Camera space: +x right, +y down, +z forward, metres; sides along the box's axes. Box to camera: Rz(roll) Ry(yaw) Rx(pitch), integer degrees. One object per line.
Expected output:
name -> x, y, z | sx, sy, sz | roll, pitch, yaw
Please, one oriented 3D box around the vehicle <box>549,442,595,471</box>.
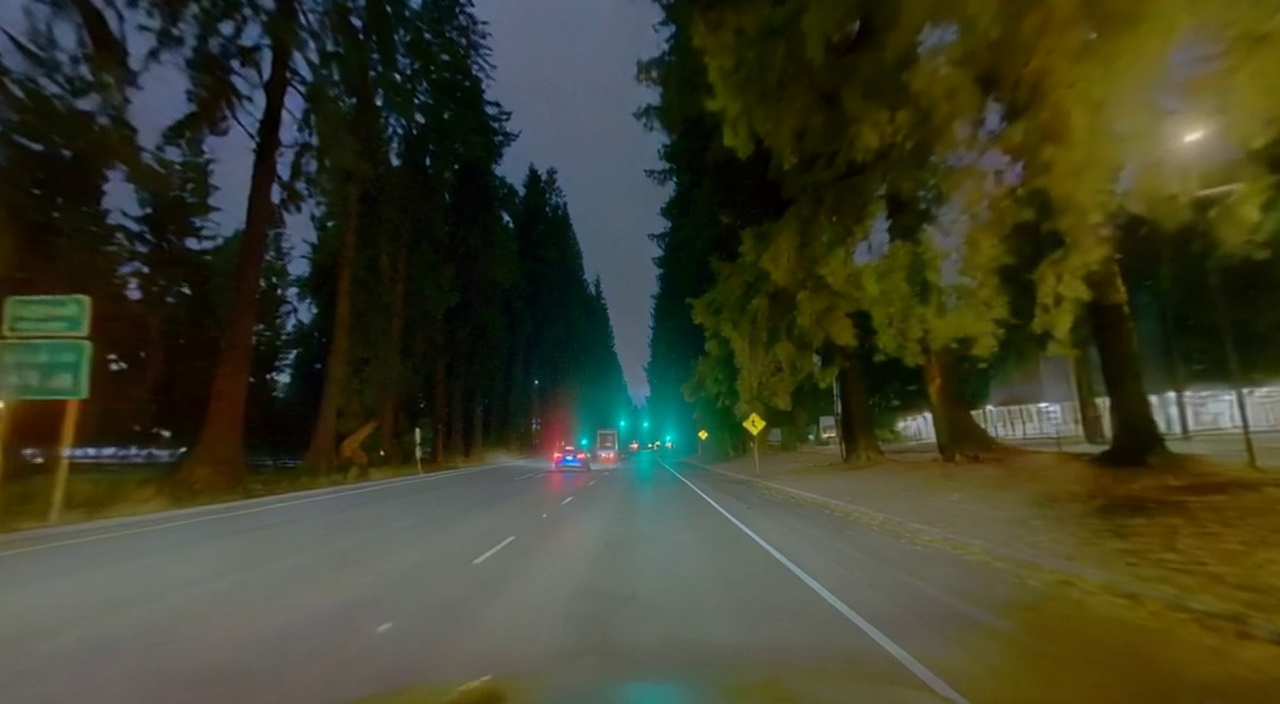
vehicle -> -3.747, 5.839, 35.428 | 2.005, 1.462, 4.345 | 0, -8, 1
